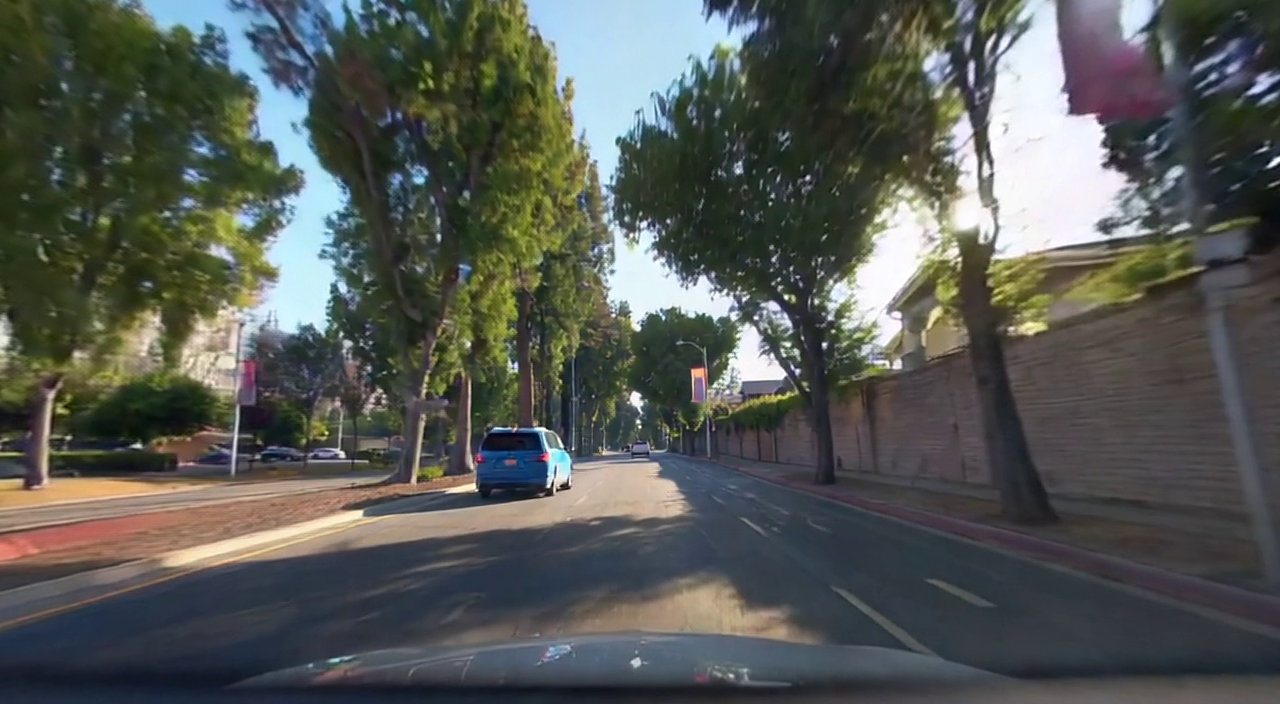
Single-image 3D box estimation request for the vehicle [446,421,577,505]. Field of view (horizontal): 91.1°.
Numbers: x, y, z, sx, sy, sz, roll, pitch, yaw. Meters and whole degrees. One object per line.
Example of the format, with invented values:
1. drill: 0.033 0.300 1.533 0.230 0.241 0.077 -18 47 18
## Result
1. vehicle: -3.078 2.802 16.292 2.281 1.837 4.845 0 -8 1
